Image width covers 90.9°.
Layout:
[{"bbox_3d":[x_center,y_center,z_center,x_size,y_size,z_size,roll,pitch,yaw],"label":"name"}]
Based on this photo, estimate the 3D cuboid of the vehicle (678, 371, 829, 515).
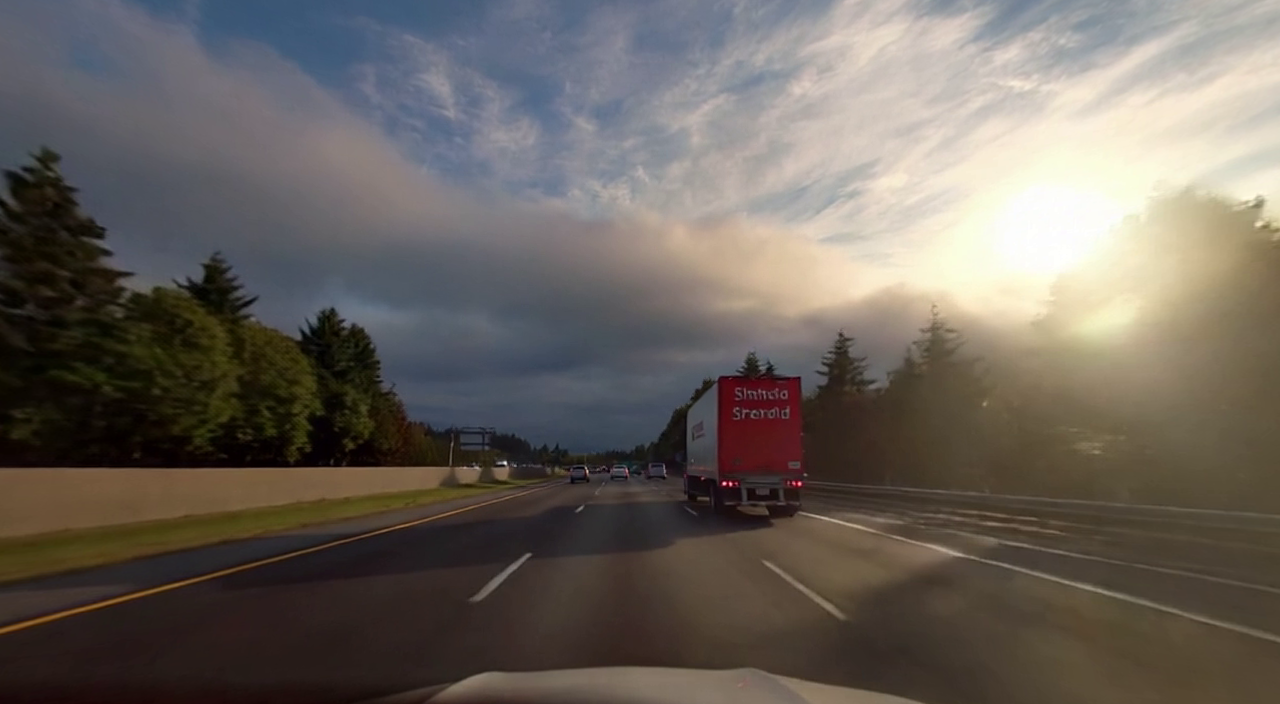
[{"bbox_3d":[3.843,4.002,26.041,2.992,4.300,13.967,1,-11,-3],"label":"vehicle"}]
